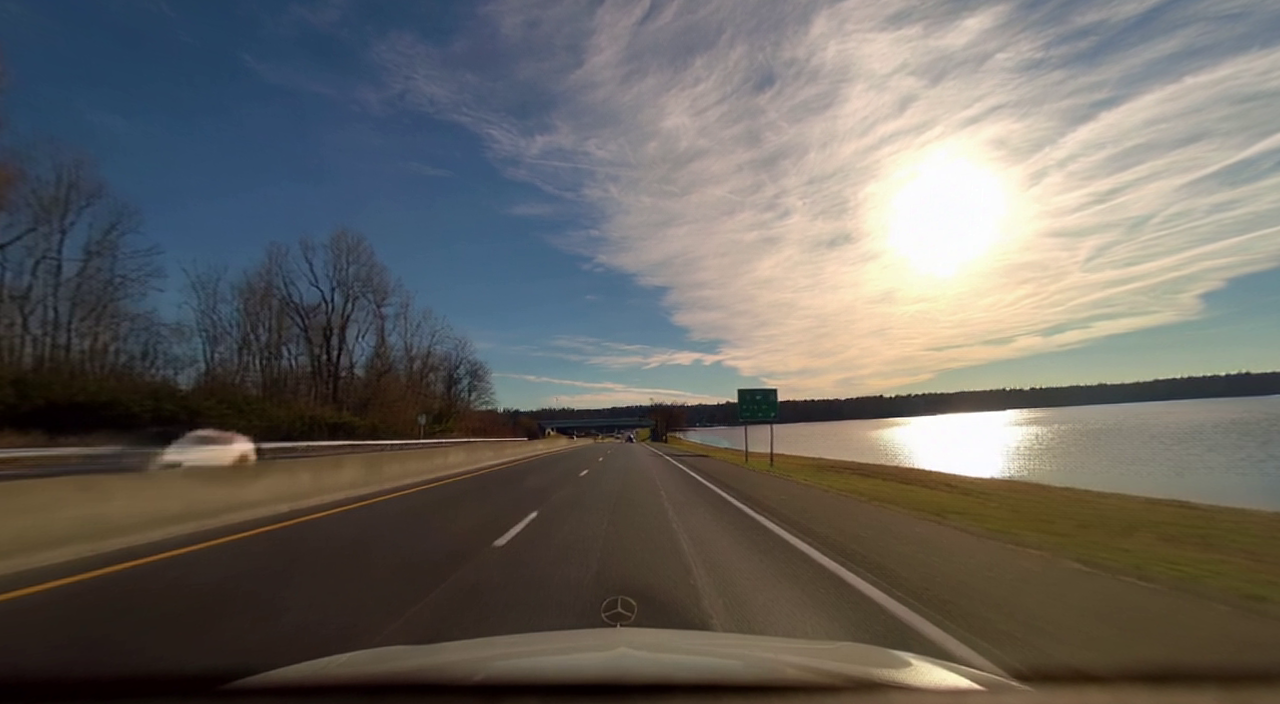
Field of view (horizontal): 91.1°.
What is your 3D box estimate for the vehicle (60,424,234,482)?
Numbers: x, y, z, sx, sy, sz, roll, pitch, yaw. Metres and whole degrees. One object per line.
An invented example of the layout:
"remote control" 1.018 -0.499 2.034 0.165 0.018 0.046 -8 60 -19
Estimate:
"vehicle" -14.092 2.893 18.302 1.827 1.488 3.918 0 -8 1
